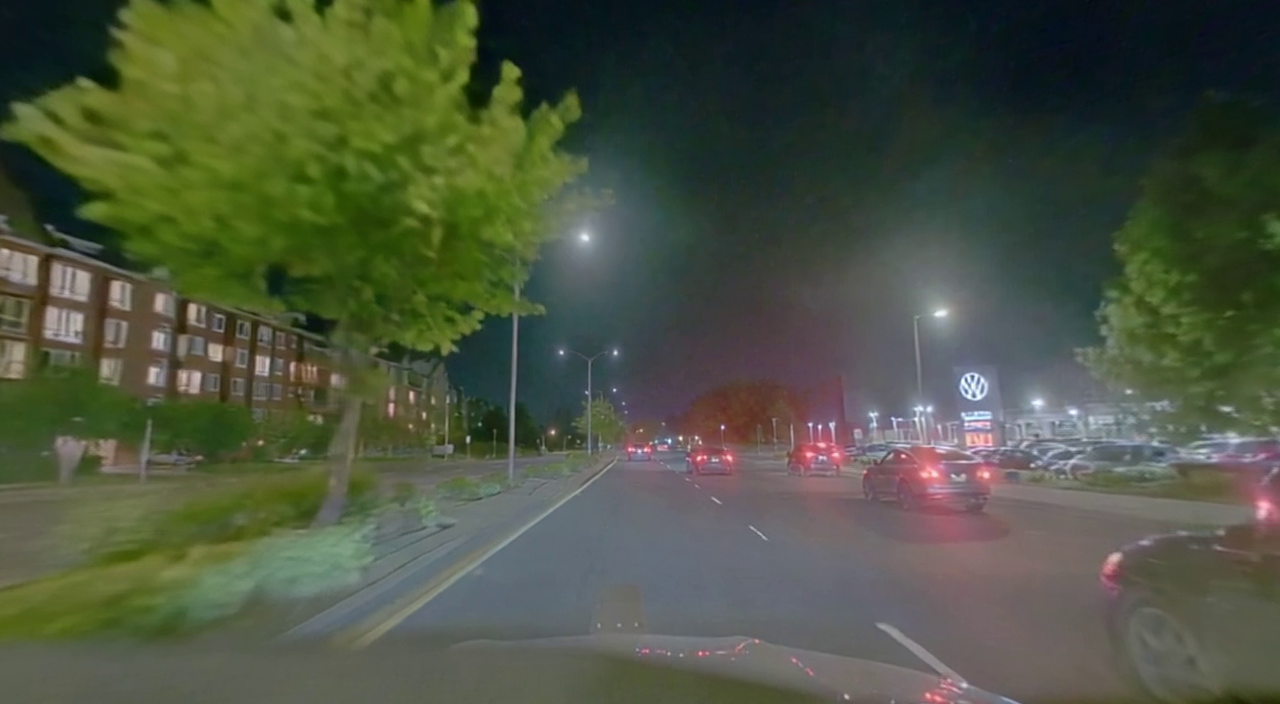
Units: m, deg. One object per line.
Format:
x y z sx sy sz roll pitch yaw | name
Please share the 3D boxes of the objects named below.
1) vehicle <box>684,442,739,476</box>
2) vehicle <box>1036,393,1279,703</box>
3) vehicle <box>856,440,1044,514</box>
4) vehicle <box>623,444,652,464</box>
3.388 5.164 30.780 1.953 1.514 4.672 0 -9 -2 | vehicle
3.389 0.801 1.648 2.034 1.496 4.040 0 -9 -1 | vehicle
7.207 2.933 15.410 2.098 1.507 4.655 0 -9 -2 | vehicle
-0.246 7.739 48.129 2.095 1.456 3.873 0 -9 -1 | vehicle
